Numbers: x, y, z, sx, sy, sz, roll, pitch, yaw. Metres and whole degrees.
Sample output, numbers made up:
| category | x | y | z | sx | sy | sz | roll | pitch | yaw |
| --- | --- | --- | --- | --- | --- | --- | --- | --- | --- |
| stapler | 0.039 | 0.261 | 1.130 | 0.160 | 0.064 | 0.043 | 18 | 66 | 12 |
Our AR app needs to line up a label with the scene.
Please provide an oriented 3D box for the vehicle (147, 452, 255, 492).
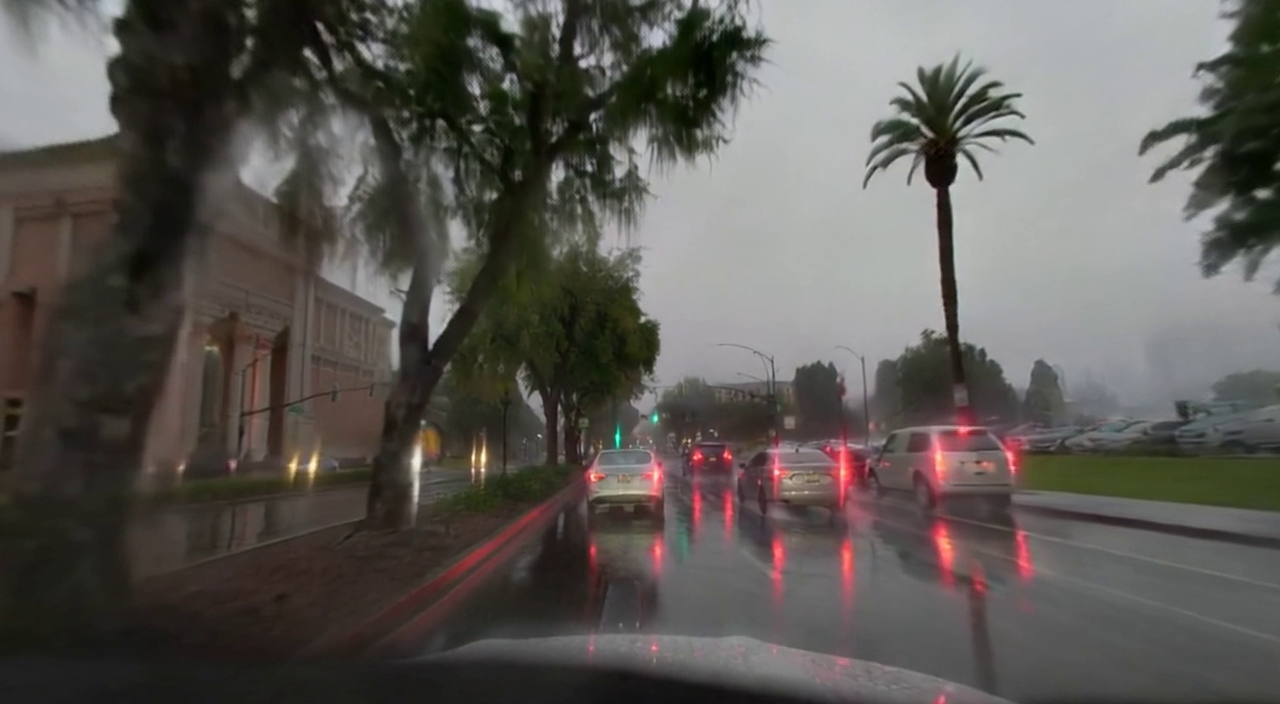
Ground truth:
| category | x | y | z | sx | sy | sz | roll | pitch | yaw |
| --- | --- | --- | --- | --- | --- | --- | --- | --- | --- |
| vehicle | -21.451 | 5.848 | 31.151 | 1.955 | 1.770 | 4.700 | 0 | -9 | -1 |

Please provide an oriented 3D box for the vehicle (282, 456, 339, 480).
| category | x | y | z | sx | sy | sz | roll | pitch | yaw |
| --- | --- | --- | --- | --- | --- | --- | --- | --- | --- |
| vehicle | -24.767 | 8.668 | 47.601 | 1.870 | 1.636 | 4.375 | 0 | -9 | 1 |

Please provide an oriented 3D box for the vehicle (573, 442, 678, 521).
| category | x | y | z | sx | sy | sz | roll | pitch | yaw |
| --- | --- | --- | --- | --- | --- | --- | --- | --- | --- |
| vehicle | -0.306 | 2.822 | 14.294 | 2.050 | 1.521 | 3.747 | 0 | -9 | -1 |

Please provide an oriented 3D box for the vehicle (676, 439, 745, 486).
| category | x | y | z | sx | sy | sz | roll | pitch | yaw |
| --- | --- | --- | --- | --- | --- | --- | --- | --- | --- |
| vehicle | 3.091 | 5.092 | 29.660 | 2.127 | 1.854 | 7.971 | 0 | -9 | -1 |

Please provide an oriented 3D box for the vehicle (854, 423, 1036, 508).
| category | x | y | z | sx | sy | sz | roll | pitch | yaw |
| --- | --- | --- | --- | --- | --- | --- | --- | --- | --- |
| vehicle | 7.948 | 2.965 | 17.235 | 2.200 | 1.933 | 5.123 | 0 | -8 | -3 |

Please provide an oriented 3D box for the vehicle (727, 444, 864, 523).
| category | x | y | z | sx | sy | sz | roll | pitch | yaw |
| --- | --- | --- | --- | --- | --- | --- | --- | --- | --- |
| vehicle | 3.205 | 2.788 | 13.991 | 1.833 | 1.465 | 4.258 | 0 | -9 | -2 |
